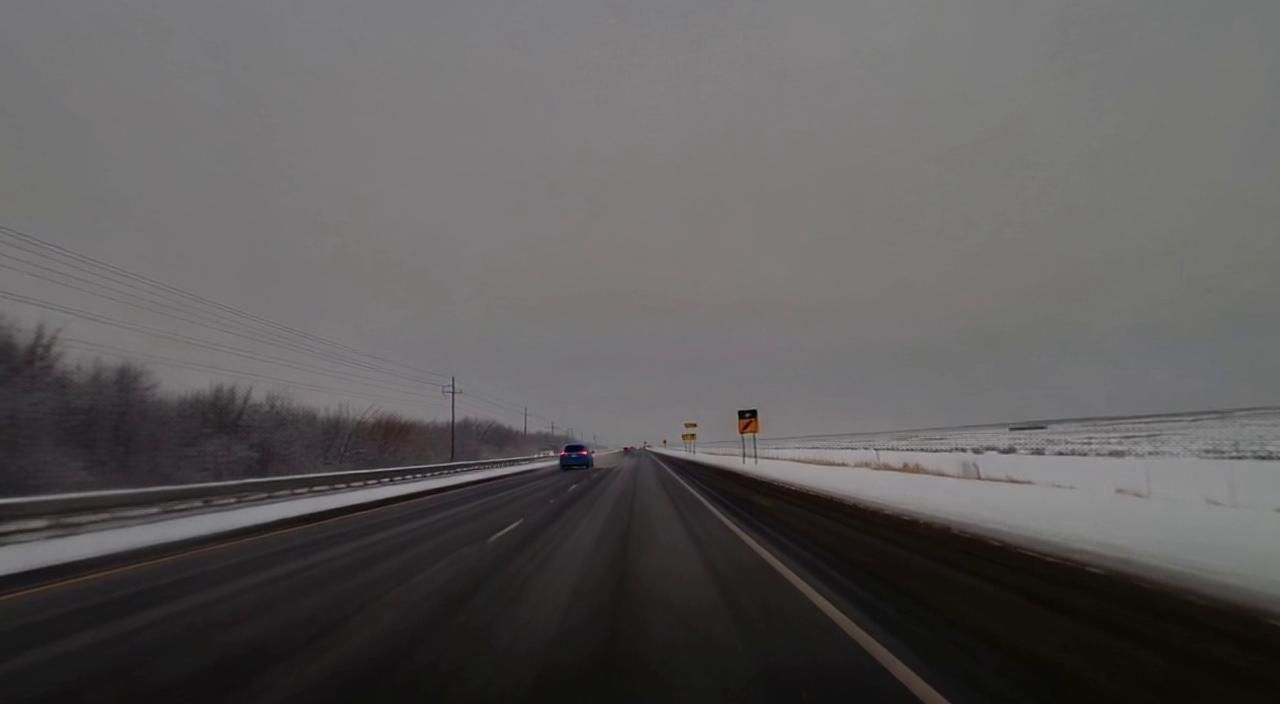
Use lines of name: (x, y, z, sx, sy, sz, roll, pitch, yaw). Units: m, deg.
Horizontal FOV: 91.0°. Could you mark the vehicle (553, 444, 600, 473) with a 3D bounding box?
vehicle: (-3.534, 6.062, 35.973, 2.106, 1.543, 4.465, 0, -9, 1)
